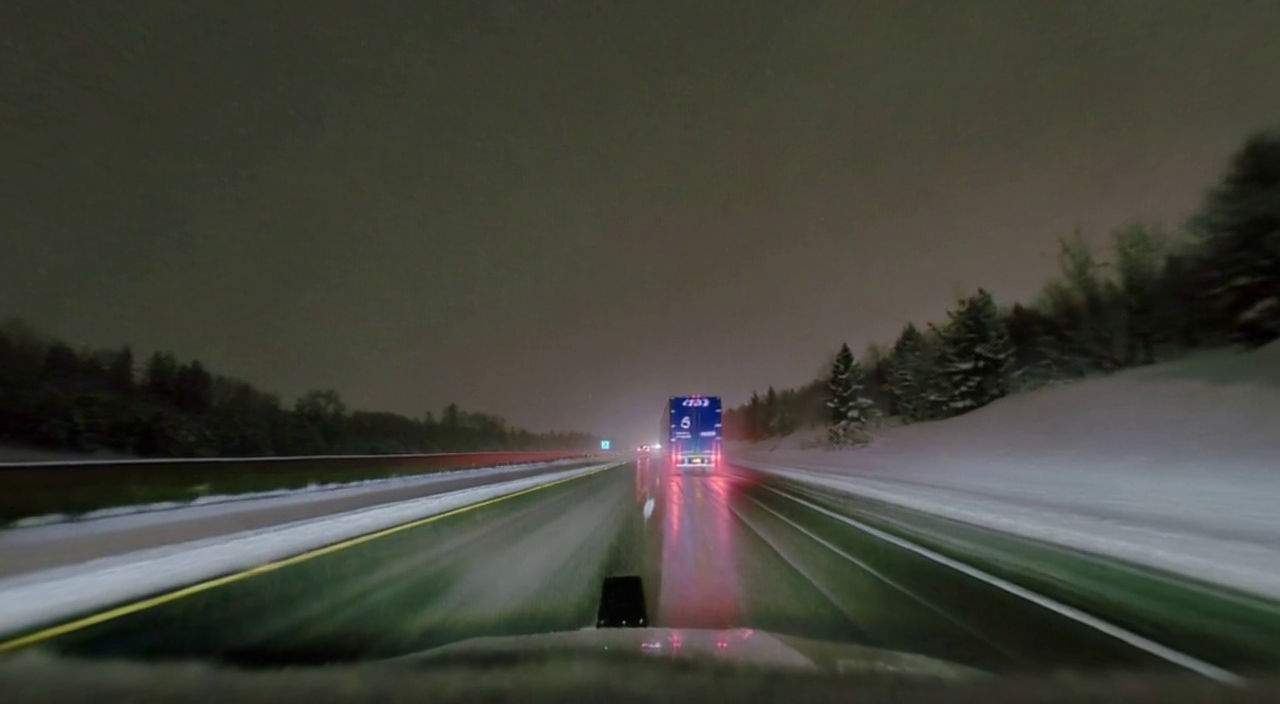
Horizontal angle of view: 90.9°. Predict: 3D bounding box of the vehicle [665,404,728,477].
[{"bbox_3d":[3.144,5.350,37.660,3.107,3.718,10.231,1,-9,2],"label":"vehicle"}]
